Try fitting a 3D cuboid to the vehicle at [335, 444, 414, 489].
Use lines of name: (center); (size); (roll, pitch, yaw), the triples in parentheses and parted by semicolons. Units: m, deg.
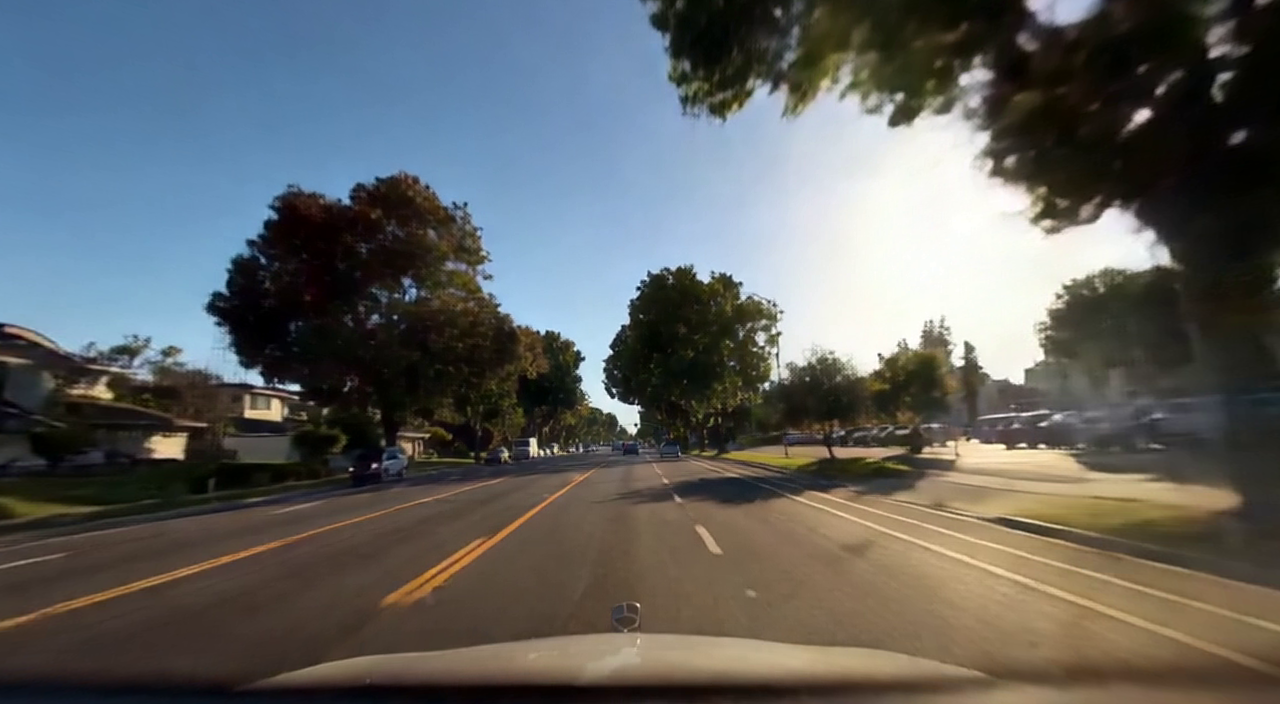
vehicle: (-12.342, 5.305, 29.690); (2.000, 1.821, 4.314); (-2, -8, -3)
